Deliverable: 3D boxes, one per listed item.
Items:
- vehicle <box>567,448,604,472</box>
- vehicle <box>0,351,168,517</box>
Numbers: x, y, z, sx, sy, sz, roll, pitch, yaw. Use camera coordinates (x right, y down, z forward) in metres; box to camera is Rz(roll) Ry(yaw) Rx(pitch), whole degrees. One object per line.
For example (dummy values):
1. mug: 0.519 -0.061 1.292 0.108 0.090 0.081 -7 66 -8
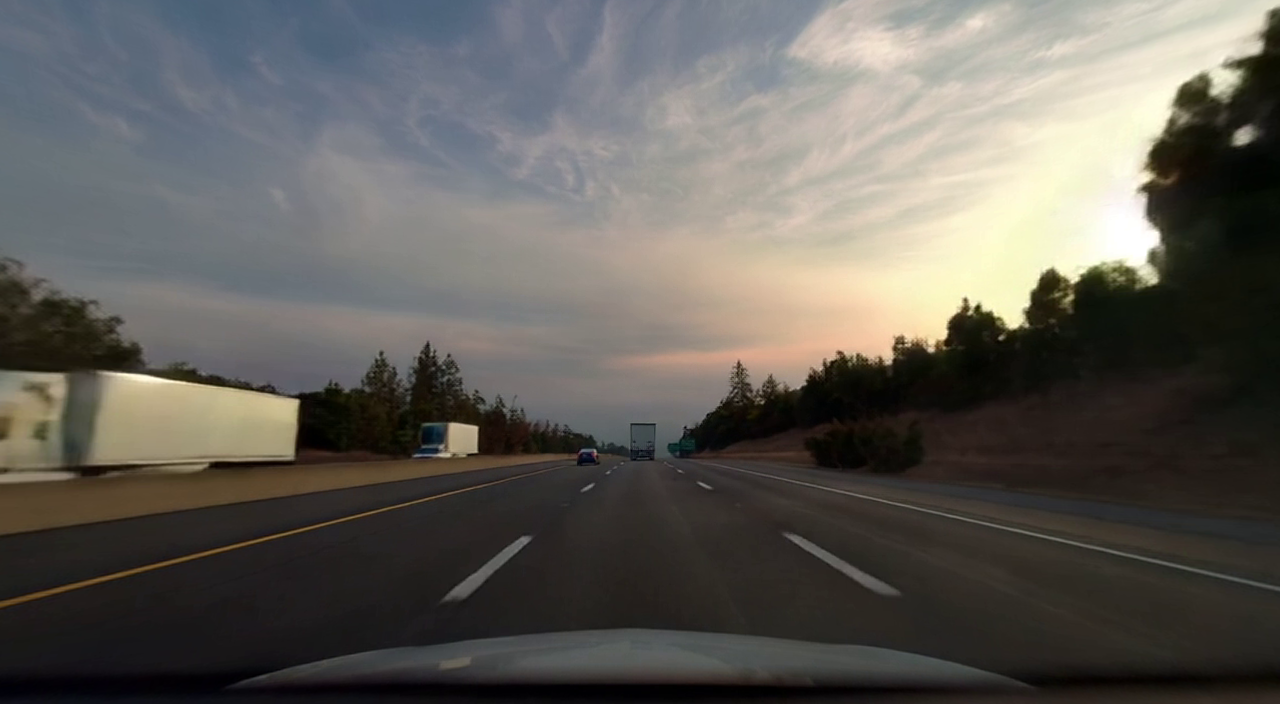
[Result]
1. vehicle: -3.423 6.887 40.348 1.955 1.438 4.100 0 -9 0
2. vehicle: -16.607 2.274 17.037 2.942 3.882 5.832 0 -9 0
